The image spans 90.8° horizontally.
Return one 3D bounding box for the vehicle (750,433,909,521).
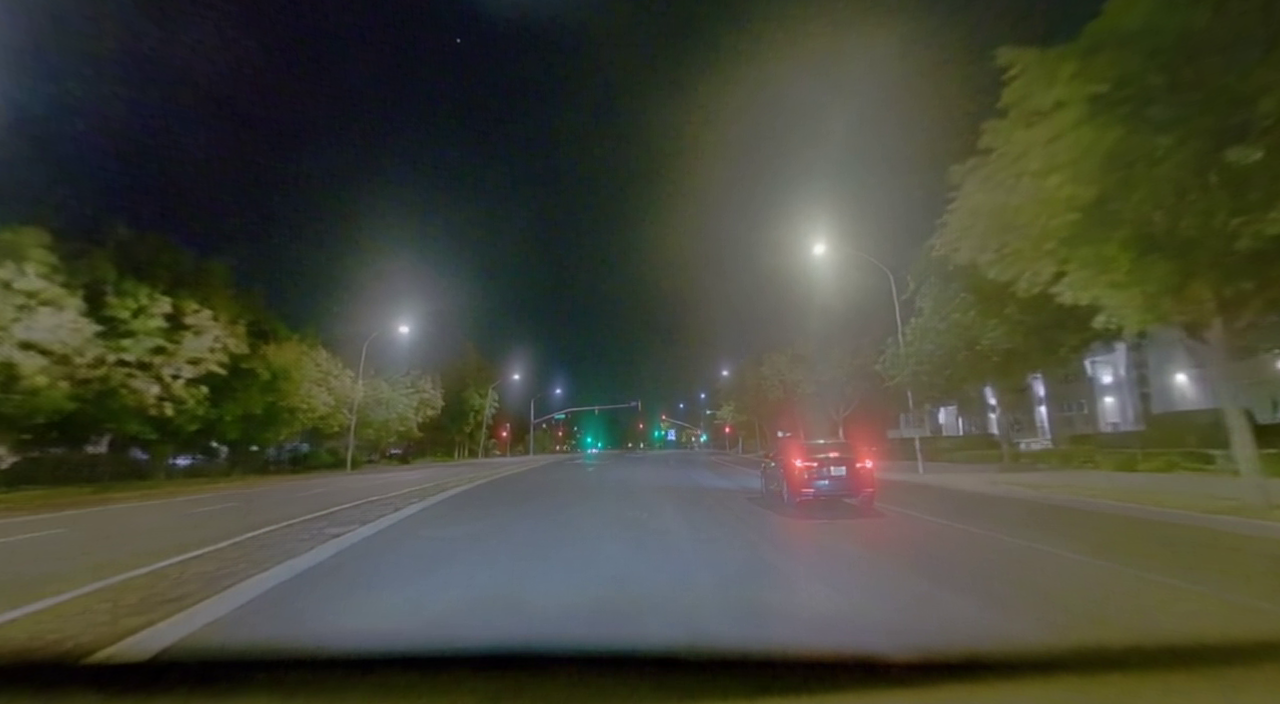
[{"bbox_3d":[3.533,2.409,12.667,1.852,1.453,4.083,0,-9,-1],"label":"vehicle"}]
